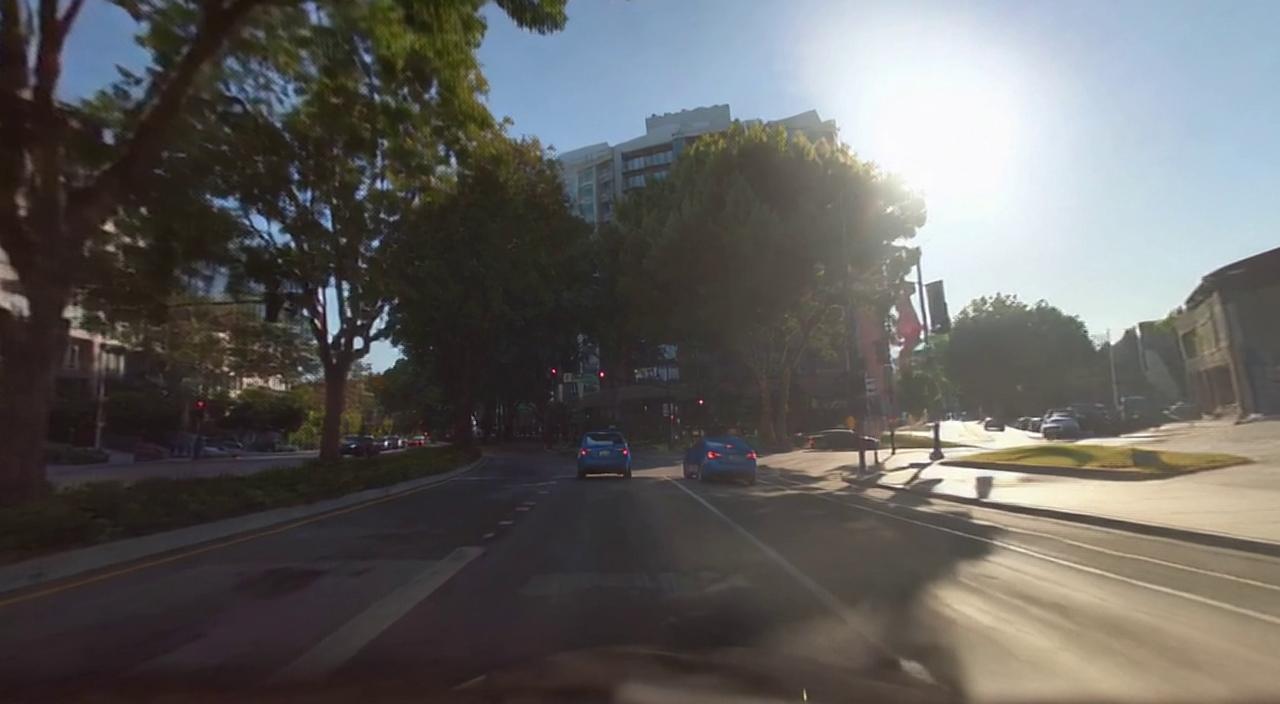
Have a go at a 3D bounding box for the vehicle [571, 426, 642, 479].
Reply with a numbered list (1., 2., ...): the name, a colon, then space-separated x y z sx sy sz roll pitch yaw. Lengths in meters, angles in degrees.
1. vehicle: -1.286 3.610 22.714 2.317 1.713 4.231 1 -9 -5

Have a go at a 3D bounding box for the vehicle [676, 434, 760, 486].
1. vehicle: 2.420 3.512 20.790 1.918 1.479 4.468 1 -9 -3
